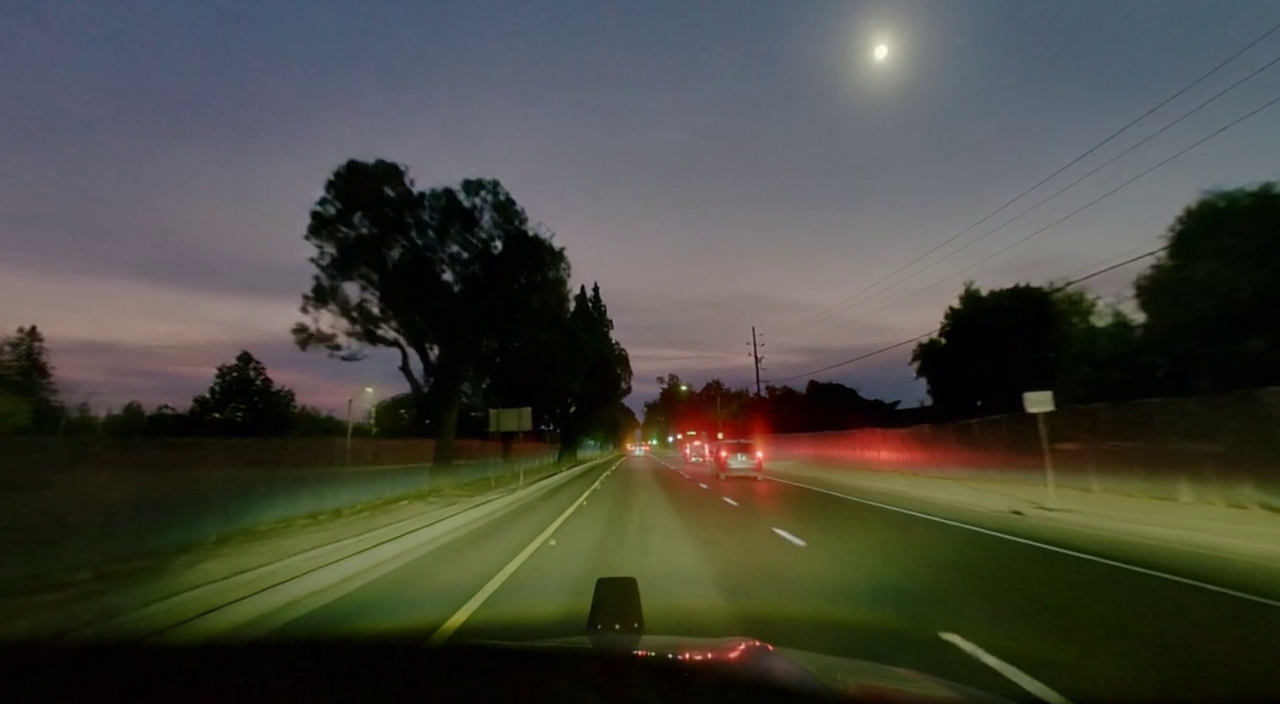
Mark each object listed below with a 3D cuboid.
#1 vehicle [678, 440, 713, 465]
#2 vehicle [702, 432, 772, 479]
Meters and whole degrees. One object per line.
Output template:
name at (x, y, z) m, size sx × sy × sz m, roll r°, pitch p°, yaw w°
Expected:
vehicle at (3.800, 7.021, 44.118) m, size 2.012 × 1.653 × 4.115 m, roll 0°, pitch -8°, yaw -1°
vehicle at (4.019, 4.388, 26.986) m, size 2.112 × 1.825 × 4.574 m, roll 0°, pitch -8°, yaw -2°
